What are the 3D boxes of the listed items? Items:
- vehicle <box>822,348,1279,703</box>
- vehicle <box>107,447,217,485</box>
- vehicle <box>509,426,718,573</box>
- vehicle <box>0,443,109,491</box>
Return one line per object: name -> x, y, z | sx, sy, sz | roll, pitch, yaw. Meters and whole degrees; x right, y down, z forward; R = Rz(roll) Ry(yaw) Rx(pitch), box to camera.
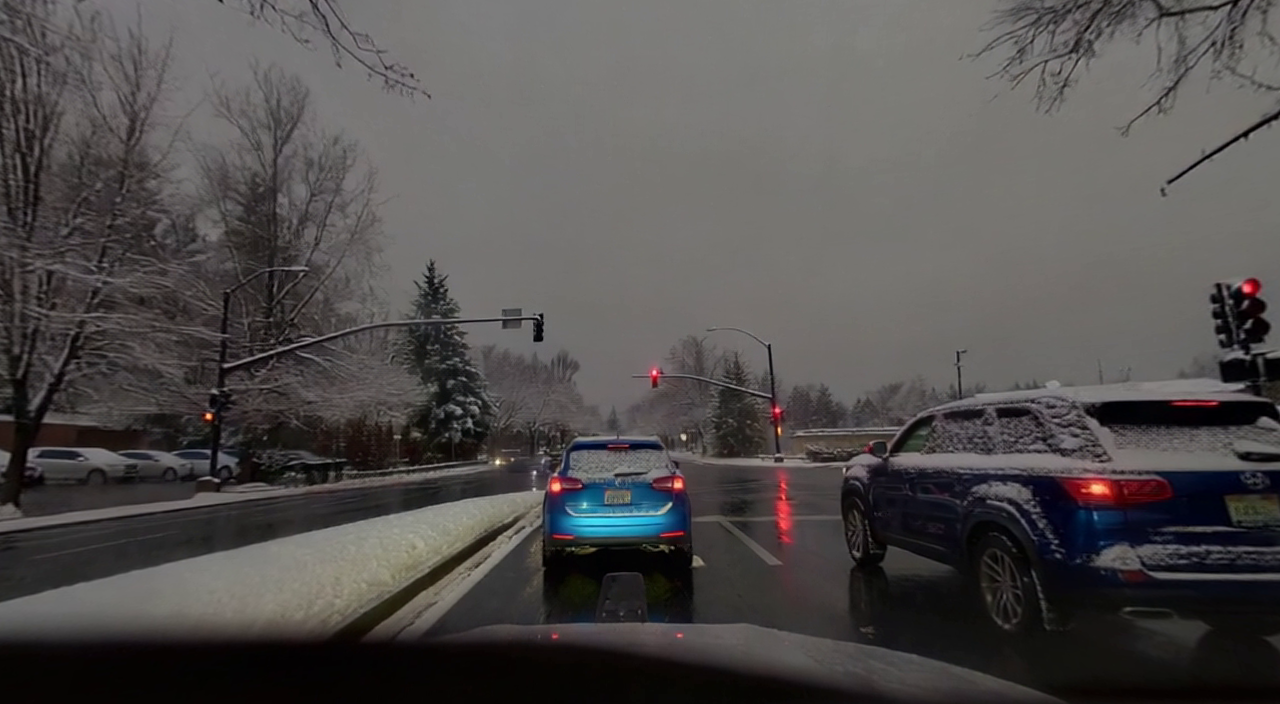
vehicle -> 3.189, 1.178, 5.201 | 2.046, 1.768, 4.370 | 0, -9, 0
vehicle -> -28.602, 6.784, 38.062 | 4.943, 2.110, 2.217 | 5, -10, -32
vehicle -> -0.321, 1.895, 9.010 | 2.177, 1.512, 4.682 | 0, -9, -1
vehicle -> -28.480, 5.336, 29.521 | 5.119, 2.119, 2.199 | 5, -10, -31
